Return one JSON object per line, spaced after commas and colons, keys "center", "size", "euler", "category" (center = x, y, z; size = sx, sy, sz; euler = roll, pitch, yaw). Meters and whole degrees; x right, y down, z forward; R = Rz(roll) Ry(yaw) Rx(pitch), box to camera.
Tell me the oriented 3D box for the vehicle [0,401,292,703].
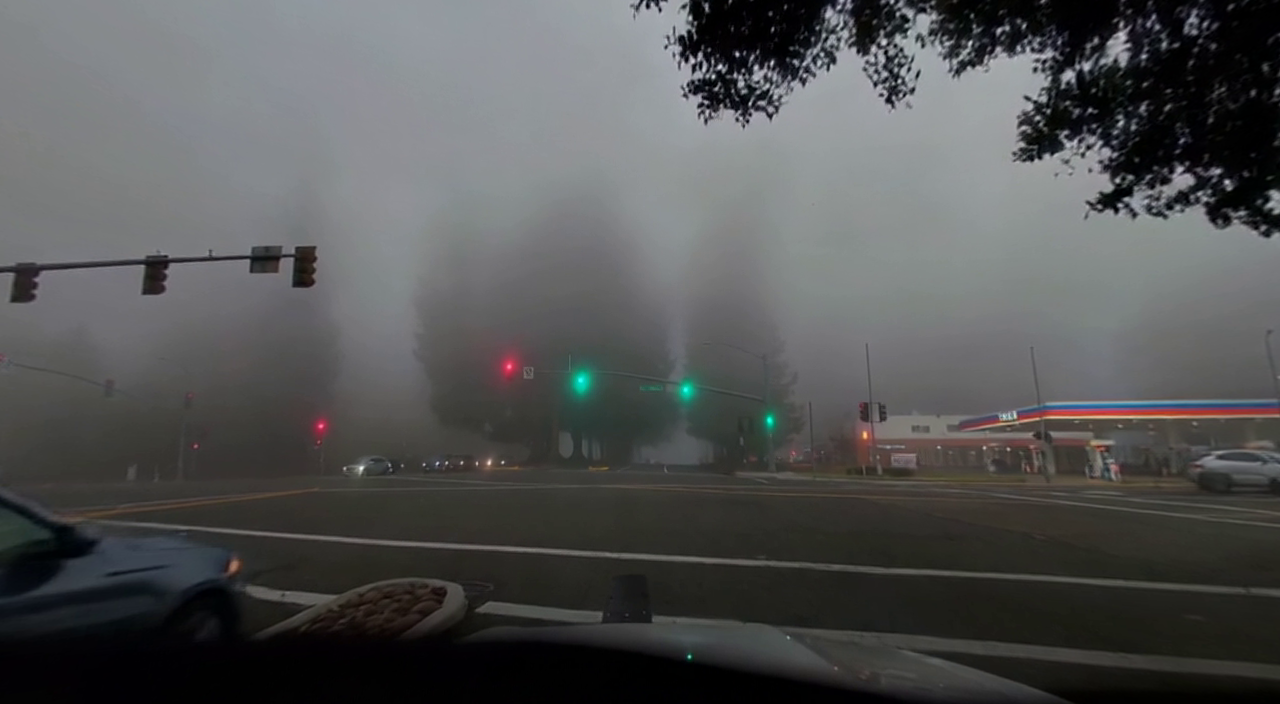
{"center": [-3.032, 0.795, 1.235], "size": [2.041, 1.483, 4.533], "euler": [0, -9, 1], "category": "vehicle"}
